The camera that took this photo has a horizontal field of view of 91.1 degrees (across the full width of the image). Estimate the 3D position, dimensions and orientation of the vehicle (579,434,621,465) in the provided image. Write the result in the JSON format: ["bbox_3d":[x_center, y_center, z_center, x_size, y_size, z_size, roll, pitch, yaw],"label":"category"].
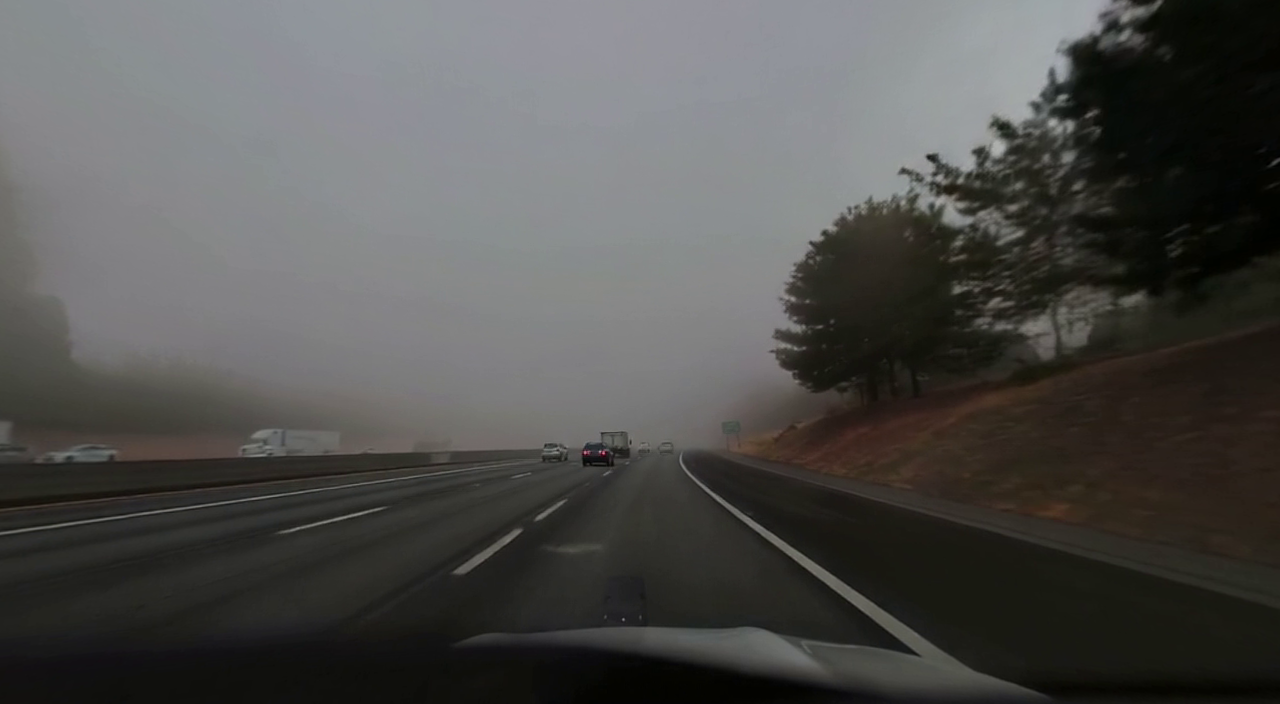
[{"bbox_3d":[-2.401,5.963,38.548,2.194,1.766,3.720,0,-9,3],"label":"vehicle"}]

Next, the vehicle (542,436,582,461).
[{"bbox_3d":[-5.740,7.160,46.633,2.078,1.729,4.722,0,-9,3],"label":"vehicle"}]
